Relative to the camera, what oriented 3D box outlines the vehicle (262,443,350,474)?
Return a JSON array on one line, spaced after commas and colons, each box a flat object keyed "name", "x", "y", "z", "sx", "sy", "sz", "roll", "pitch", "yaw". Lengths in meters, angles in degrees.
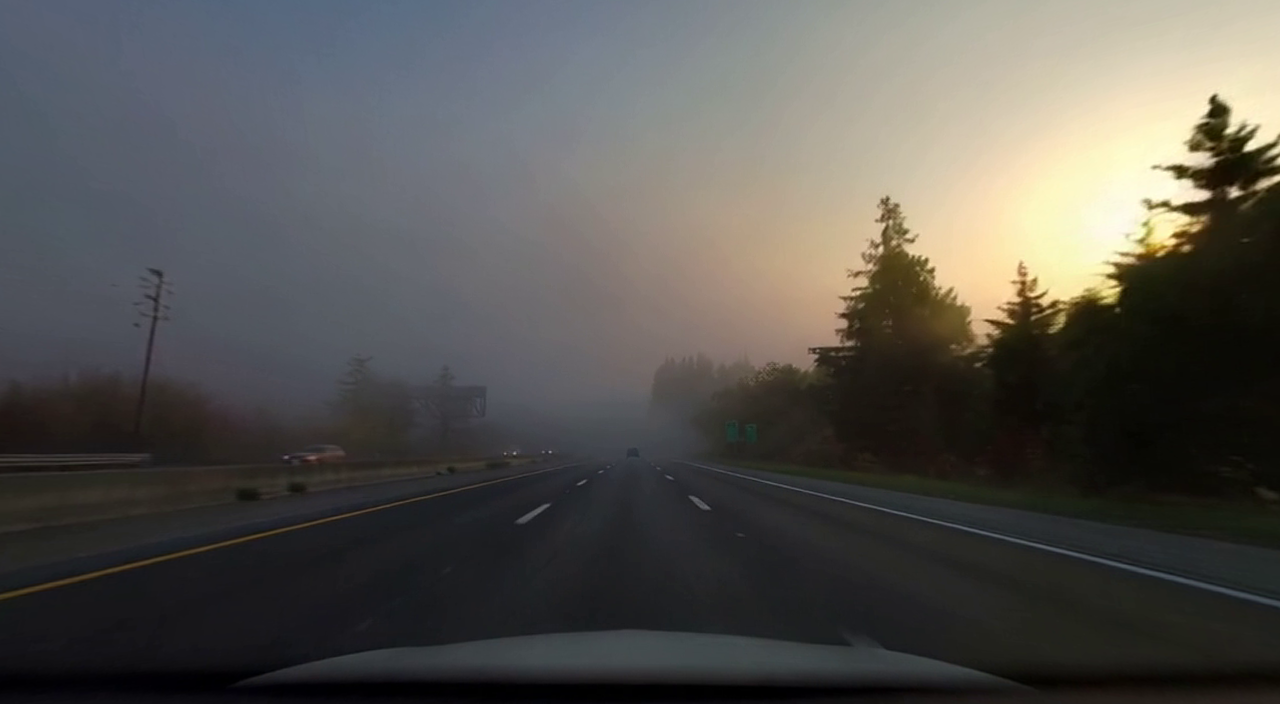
[{"name": "vehicle", "x": -17.783, "y": 5.681, "z": 33.897, "sx": 2.041, "sy": 1.527, "sz": 4.864, "roll": 0, "pitch": -9, "yaw": 0}]
